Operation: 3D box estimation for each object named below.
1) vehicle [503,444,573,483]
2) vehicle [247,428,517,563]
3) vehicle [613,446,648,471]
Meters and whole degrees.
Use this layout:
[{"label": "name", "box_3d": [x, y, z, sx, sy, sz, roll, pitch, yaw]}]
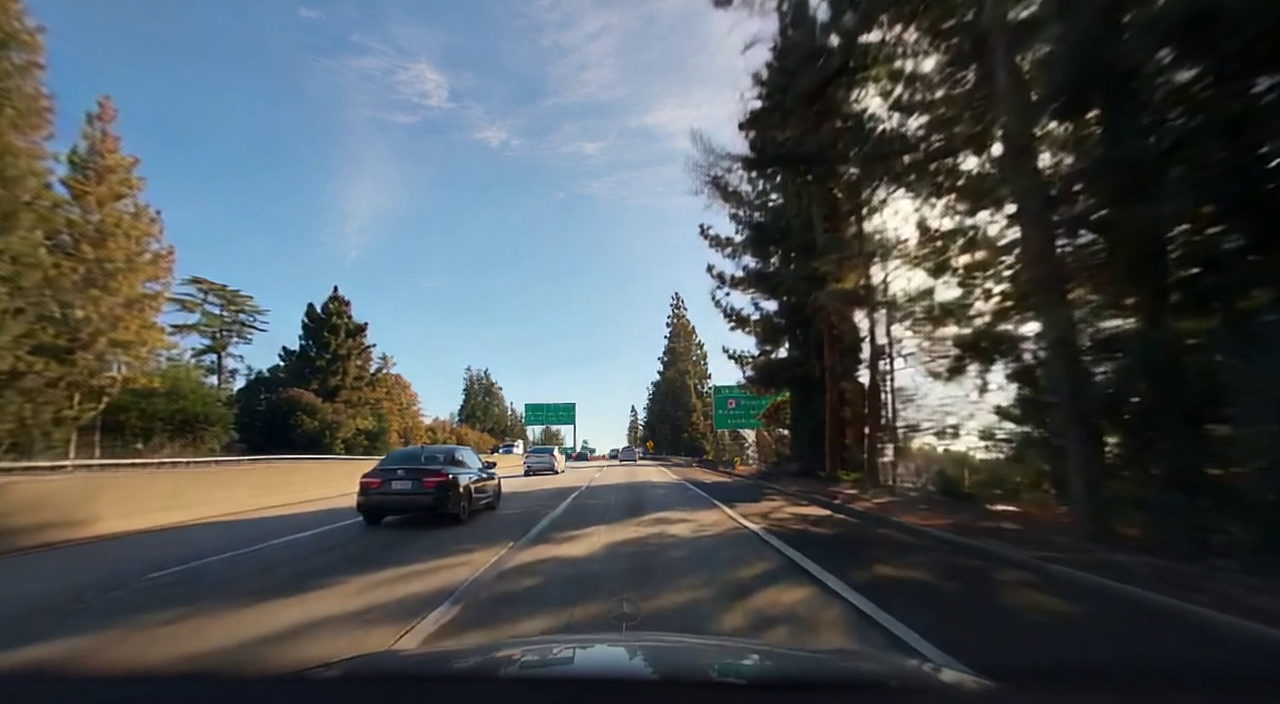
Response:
[{"label": "vehicle", "box_3d": [-4.049, 4.495, 25.838, 2.107, 1.453, 4.462, 0, -8, 0]}, {"label": "vehicle", "box_3d": [-3.365, 1.960, 9.457, 2.067, 1.509, 4.551, 0, -8, 1]}, {"label": "vehicle", "box_3d": [-0.613, 6.781, 40.472, 2.100, 1.471, 3.956, 0, -8, -1]}]
